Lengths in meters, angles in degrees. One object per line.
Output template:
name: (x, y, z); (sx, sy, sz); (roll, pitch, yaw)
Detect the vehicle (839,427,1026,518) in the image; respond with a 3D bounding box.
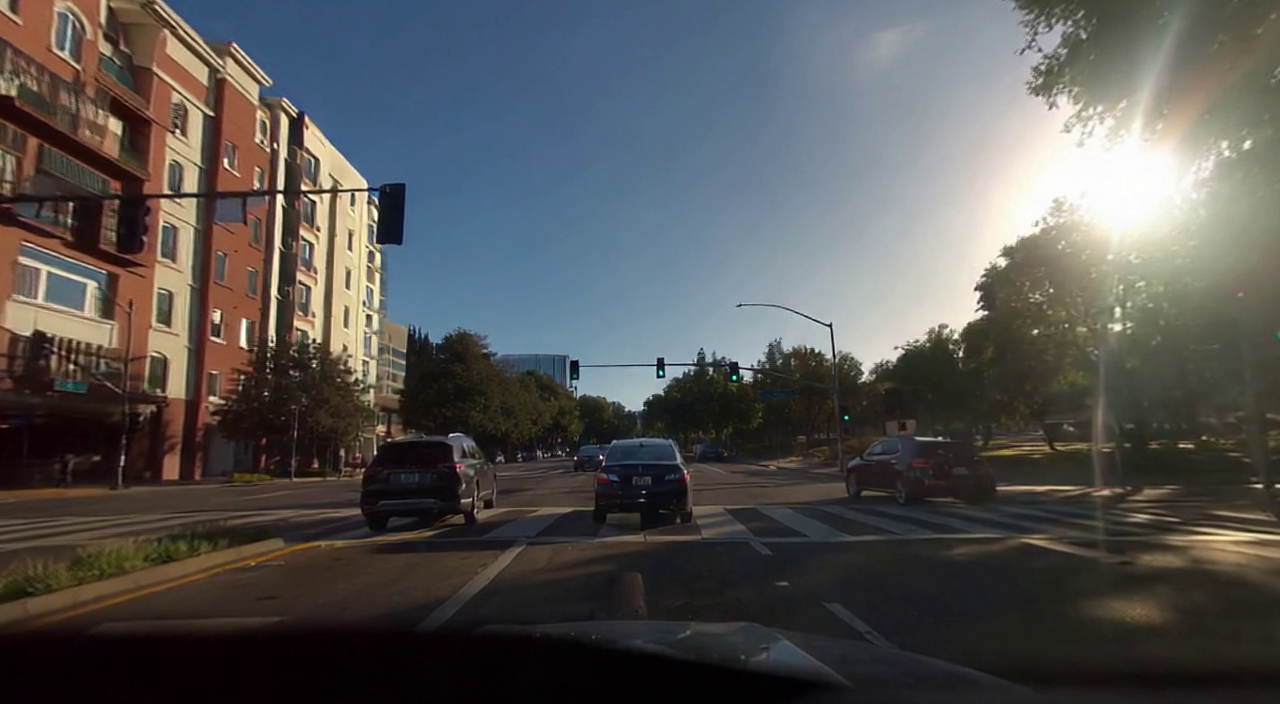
vehicle: (6.825, 2.868, 15.629); (2.079, 1.828, 5.323); (0, -8, 0)

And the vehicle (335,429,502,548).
vehicle: (-3.762, 2.342, 11.634); (2.081, 1.719, 4.434); (1, -9, -9)

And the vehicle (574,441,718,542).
vehicle: (0.080, 2.428, 11.655); (2.190, 1.522, 3.850); (0, -8, 0)
